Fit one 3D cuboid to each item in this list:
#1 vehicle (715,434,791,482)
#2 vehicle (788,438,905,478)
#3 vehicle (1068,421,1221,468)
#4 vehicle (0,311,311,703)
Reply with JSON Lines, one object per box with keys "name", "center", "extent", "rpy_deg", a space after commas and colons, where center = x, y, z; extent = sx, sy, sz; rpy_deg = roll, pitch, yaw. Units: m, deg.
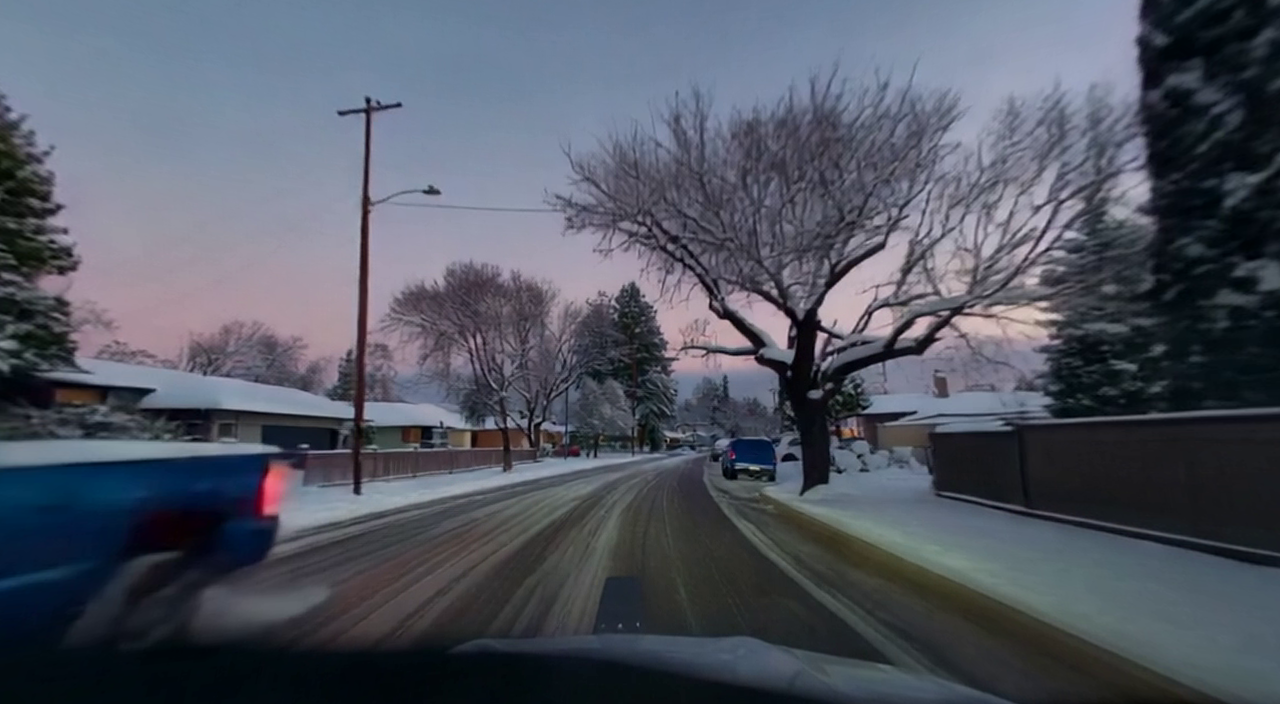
{"name": "vehicle", "center": [4.228, 4.053, 24.424], "extent": [2.051, 1.676, 4.497], "rpy_deg": [0, -8, -1]}
{"name": "vehicle", "center": [8.293, 4.255, 25.619], "extent": [4.057, 1.483, 1.828], "rpy_deg": [0, -7, -2]}
{"name": "vehicle", "center": [18.523, 3.397, 23.400], "extent": [3.903, 1.592, 1.921], "rpy_deg": [-1, -7, 12]}
{"name": "vehicle", "center": [-4.349, 0.708, 2.508], "extent": [2.274, 2.008, 6.986], "rpy_deg": [0, -8, 1]}
